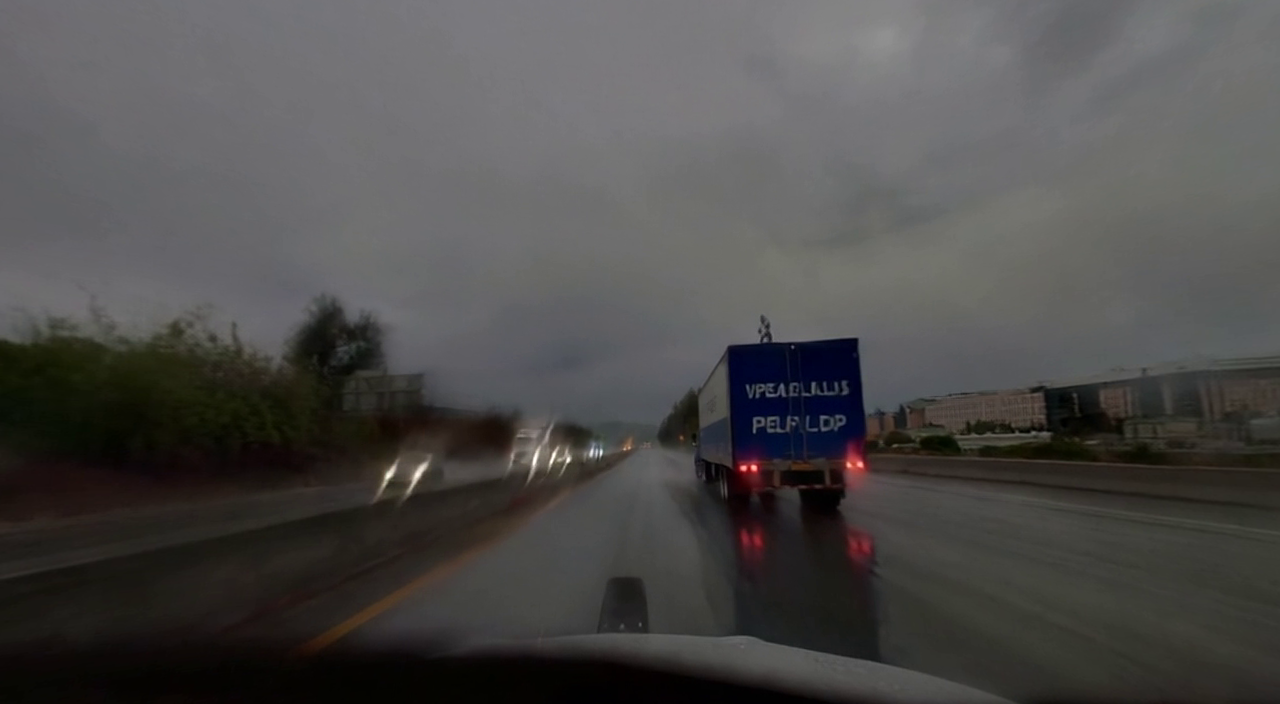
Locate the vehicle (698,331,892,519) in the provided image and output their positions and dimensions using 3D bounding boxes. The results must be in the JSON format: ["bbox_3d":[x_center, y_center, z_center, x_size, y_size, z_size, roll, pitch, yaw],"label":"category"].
[{"bbox_3d":[4.062,2.555,20.468,3.341,4.269,12.252,0,-9,1],"label":"vehicle"}]
